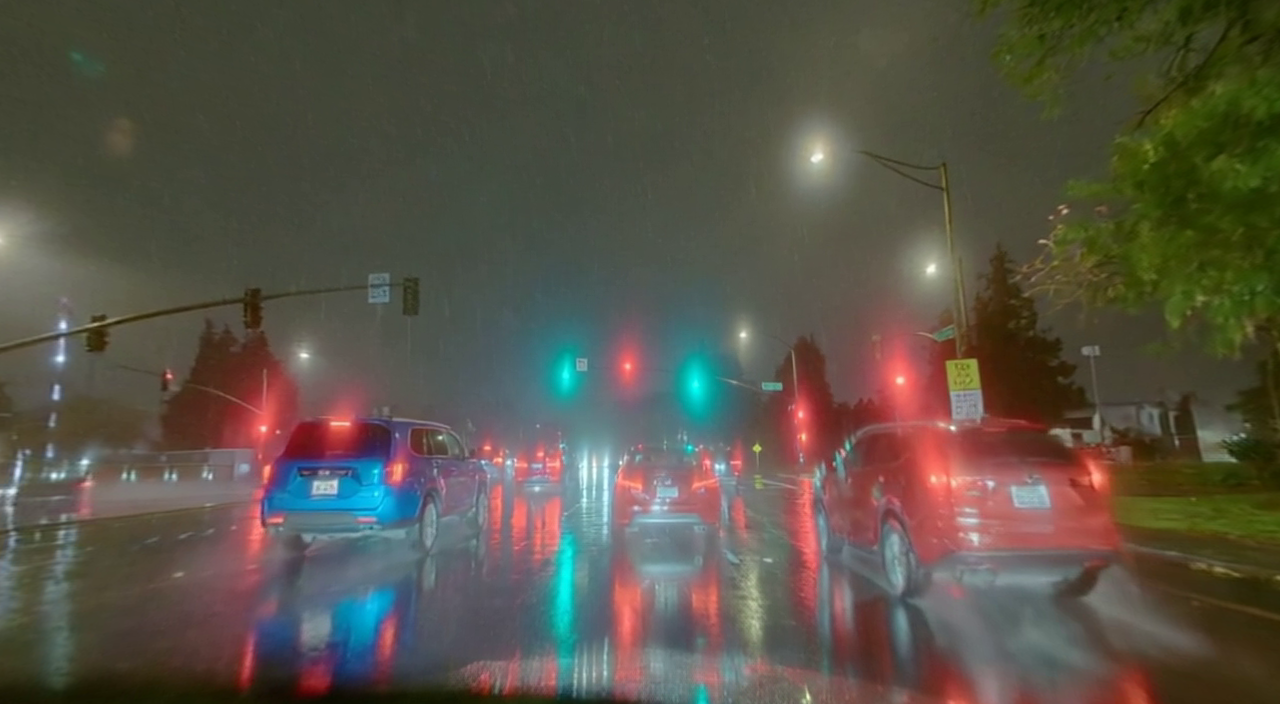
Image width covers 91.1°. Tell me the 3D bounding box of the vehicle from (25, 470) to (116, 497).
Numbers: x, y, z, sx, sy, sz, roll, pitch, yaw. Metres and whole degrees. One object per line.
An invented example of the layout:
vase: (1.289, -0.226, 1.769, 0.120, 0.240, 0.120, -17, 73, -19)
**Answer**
vehicle: (-39.679, 9.146, 43.780, 4.659, 1.763, 1.857, -1, -8, 6)

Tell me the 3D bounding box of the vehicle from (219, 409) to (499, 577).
vehicle: (-3.479, 1.812, 8.872, 1.889, 1.767, 4.289, 0, -8, 1)

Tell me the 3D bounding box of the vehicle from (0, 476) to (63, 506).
vehicle: (-34.678, 7.548, 34.280, 4.401, 1.464, 1.980, 0, -8, 2)

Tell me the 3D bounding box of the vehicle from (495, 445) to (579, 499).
vehicle: (-3.120, 3.704, 19.854, 1.868, 1.516, 4.114, 0, -8, 1)

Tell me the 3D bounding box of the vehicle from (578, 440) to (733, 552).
vehicle: (0.161, 2.192, 10.325, 2.051, 1.460, 3.932, 0, -8, -1)

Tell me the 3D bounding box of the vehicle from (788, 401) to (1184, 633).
vehicle: (3.153, 1.579, 7.073, 1.880, 1.747, 4.500, 0, -8, 0)
